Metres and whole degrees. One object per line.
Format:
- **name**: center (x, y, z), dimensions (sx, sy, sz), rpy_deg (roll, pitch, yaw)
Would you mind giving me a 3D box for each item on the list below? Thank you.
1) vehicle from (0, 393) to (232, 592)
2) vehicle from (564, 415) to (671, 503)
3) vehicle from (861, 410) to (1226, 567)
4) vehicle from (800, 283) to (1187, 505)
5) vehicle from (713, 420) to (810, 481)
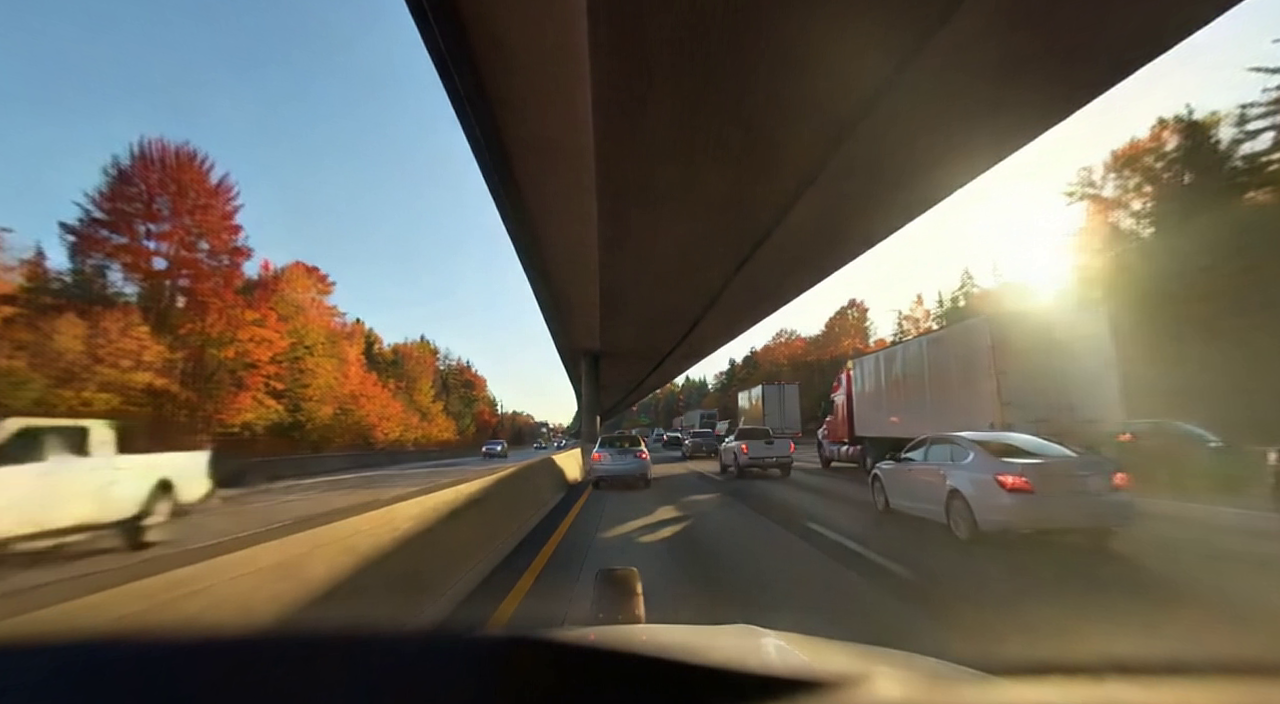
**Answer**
- **vehicle**: center (-7.752, 1.608, 7.642), dimensions (2.203, 2.043, 5.050), rpy_deg (0, -8, -1)
- **vehicle**: center (-0.465, 2.400, 14.563), dimensions (2.087, 1.709, 4.455), rpy_deg (0, -8, -1)
- **vehicle**: center (4.689, 1.611, 8.251), dimensions (2.040, 1.523, 4.068), rpy_deg (0, -8, -1)
- **vehicle**: center (8.272, 1.681, 18.641), dimensions (2.908, 4.099, 14.103), rpy_deg (0, -8, -2)
- **vehicle**: center (3.665, 3.063, 19.779), dimensions (2.147, 1.707, 3.963), rpy_deg (0, -8, -2)
